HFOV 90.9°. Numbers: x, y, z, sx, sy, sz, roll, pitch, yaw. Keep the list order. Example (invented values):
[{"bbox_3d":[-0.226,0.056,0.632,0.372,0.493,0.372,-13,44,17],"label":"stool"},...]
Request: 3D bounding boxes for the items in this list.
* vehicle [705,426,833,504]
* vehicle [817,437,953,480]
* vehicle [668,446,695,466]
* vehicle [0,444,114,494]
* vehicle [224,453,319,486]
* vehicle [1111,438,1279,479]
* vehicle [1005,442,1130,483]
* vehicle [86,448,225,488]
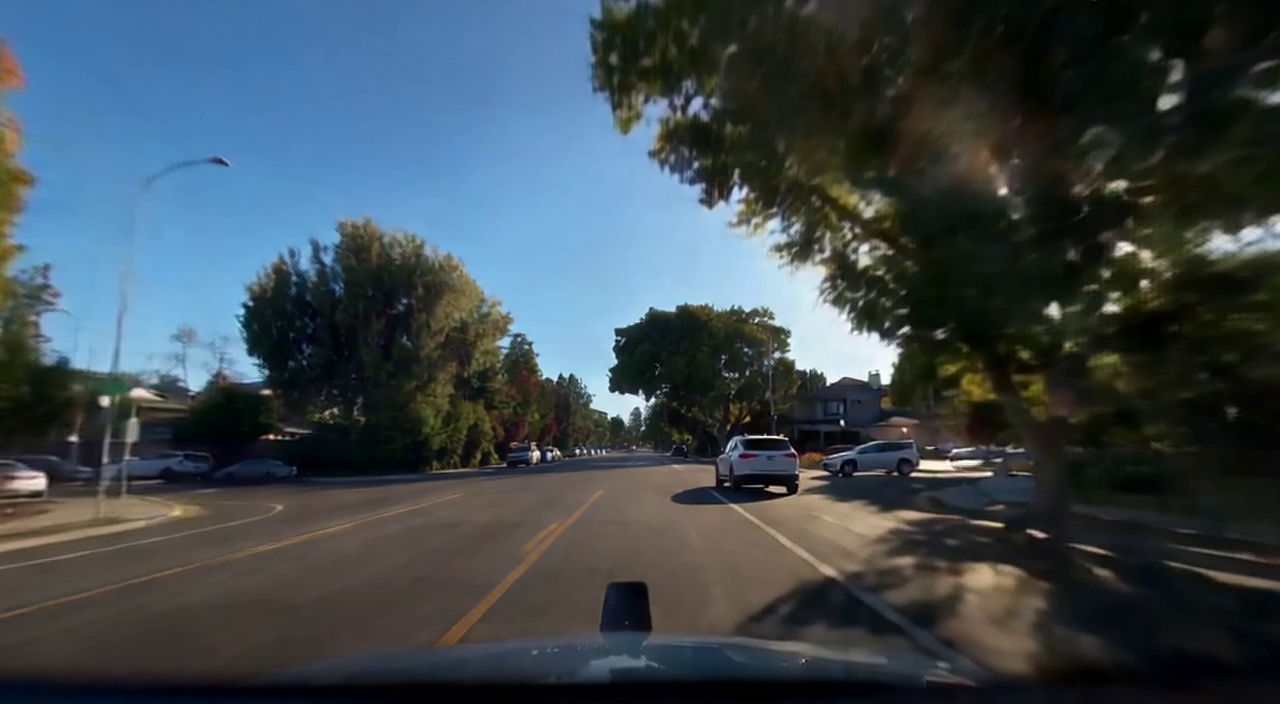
[{"bbox_3d":[3.444,3.187,18.289,2.497,1.889,5.833,0,-8,0],"label":"vehicle"},{"bbox_3d":[11.674,5.091,30.295,5.539,1.729,2.145,-2,-8,-3],"label":"vehicle"},{"bbox_3d":[3.105,7.940,48.370,1.956,1.492,4.425,0,-8,2],"label":"vehicle"},{"bbox_3d":[-24.029,4.574,24.859,4.644,1.781,2.084,0,-6,1],"label":"vehicle"},{"bbox_3d":[-20.079,6.411,34.474,3.986,1.665,1.888,0,-9,1],"label":"vehicle"},{"bbox_3d":[21.877,4.156,24.754,5.051,1.527,1.968,-1,-8,2],"label":"vehicle"},{"bbox_3d":[16.548,4.276,24.536,3.467,1.520,1.801,0,-8,1],"label":"vehicle"},{"bbox_3d":[-26.300,6.282,34.351,5.604,2.035,2.291,0,-9,0],"label":"vehicle"}]
